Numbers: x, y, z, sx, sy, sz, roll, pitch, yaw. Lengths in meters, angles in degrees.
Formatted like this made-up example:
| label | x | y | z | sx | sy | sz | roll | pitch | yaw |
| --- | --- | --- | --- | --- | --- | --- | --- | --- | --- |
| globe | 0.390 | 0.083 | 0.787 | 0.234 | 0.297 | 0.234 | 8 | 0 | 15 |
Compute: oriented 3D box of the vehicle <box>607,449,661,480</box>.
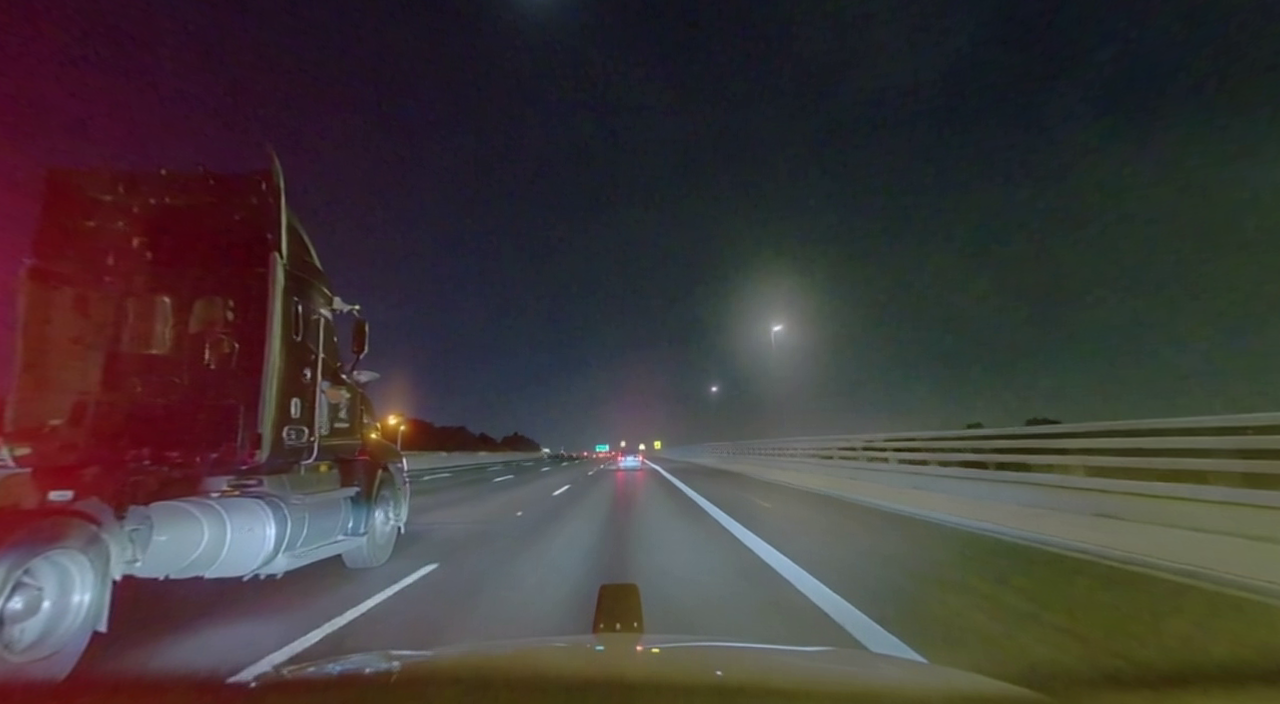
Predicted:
| label | x | y | z | sx | sy | sz | roll | pitch | yaw |
| --- | --- | --- | --- | --- | --- | --- | --- | --- | --- |
| vehicle | -0.335 | 5.412 | 30.546 | 2.398 | 1.336 | 5.698 | 0 | -9 | -1 |
